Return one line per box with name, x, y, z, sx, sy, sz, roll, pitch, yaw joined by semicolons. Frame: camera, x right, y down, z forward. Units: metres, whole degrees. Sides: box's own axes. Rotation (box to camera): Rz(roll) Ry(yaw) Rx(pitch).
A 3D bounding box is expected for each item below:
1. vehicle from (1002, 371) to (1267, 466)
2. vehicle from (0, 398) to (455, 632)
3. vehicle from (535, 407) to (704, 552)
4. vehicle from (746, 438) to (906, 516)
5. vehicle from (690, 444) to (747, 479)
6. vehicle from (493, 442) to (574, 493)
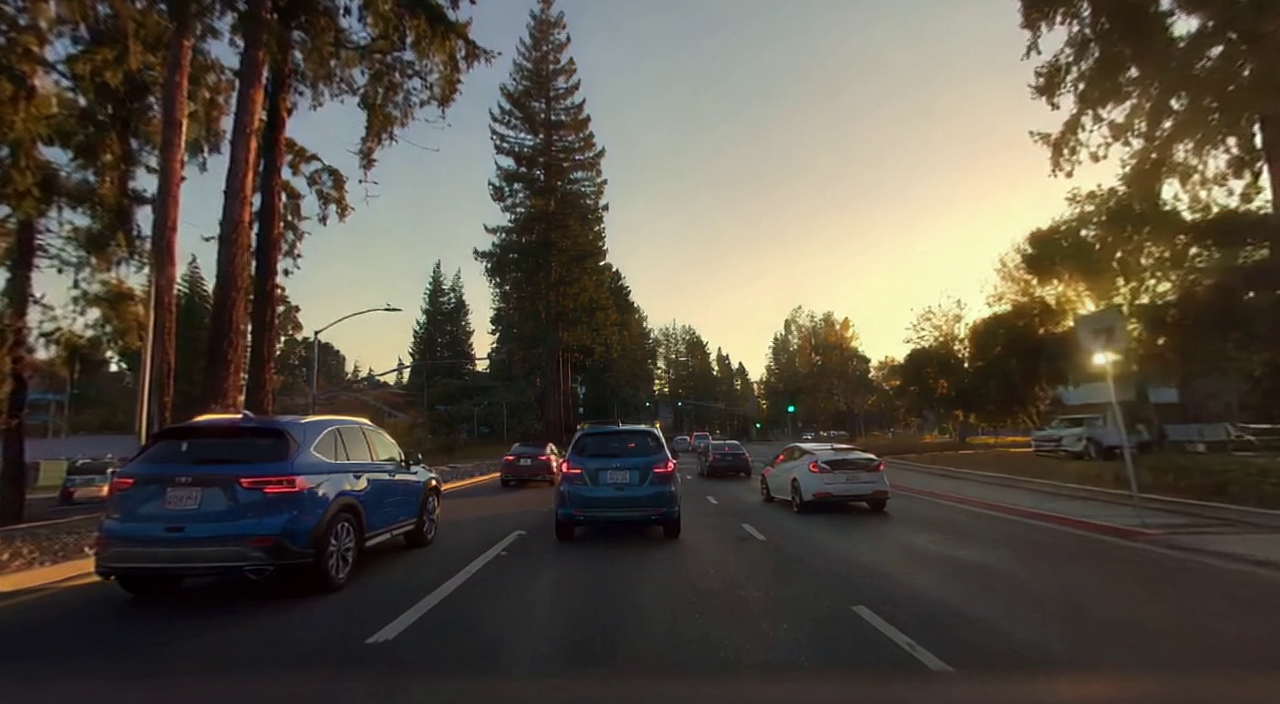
vehicle;17.855;2.481;23.138;7.314;3.230;2.680;0;-8;-1
vehicle;-3.702;1.514;6.839;2.039;1.709;4.265;0;-8;1
vehicle;-0.250;1.939;10.252;2.132;1.816;4.471;0;-8;0
vehicle;4.010;2.770;14.588;2.036;1.480;4.659;0;-8;-4
vehicle;3.486;4.943;28.848;1.996;1.443;4.270;0;-8;-1
vehicle;-3.395;3.750;20.904;1.897;1.479;4.204;0;-8;1
